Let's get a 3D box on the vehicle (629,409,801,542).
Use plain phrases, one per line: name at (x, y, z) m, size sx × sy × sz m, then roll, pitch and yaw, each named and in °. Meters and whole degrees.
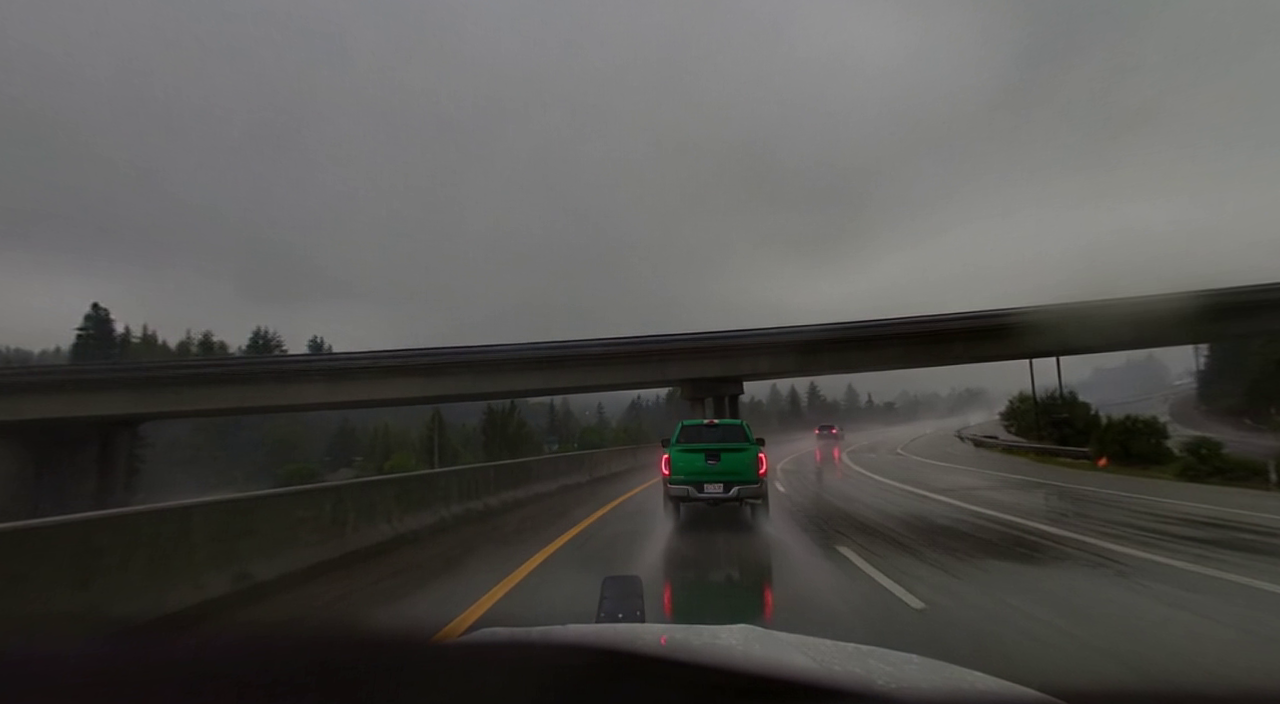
vehicle at (1.218, 1.942, 10.514) m, size 2.235 × 1.716 × 4.435 m, roll -1°, pitch -9°, yaw 7°
